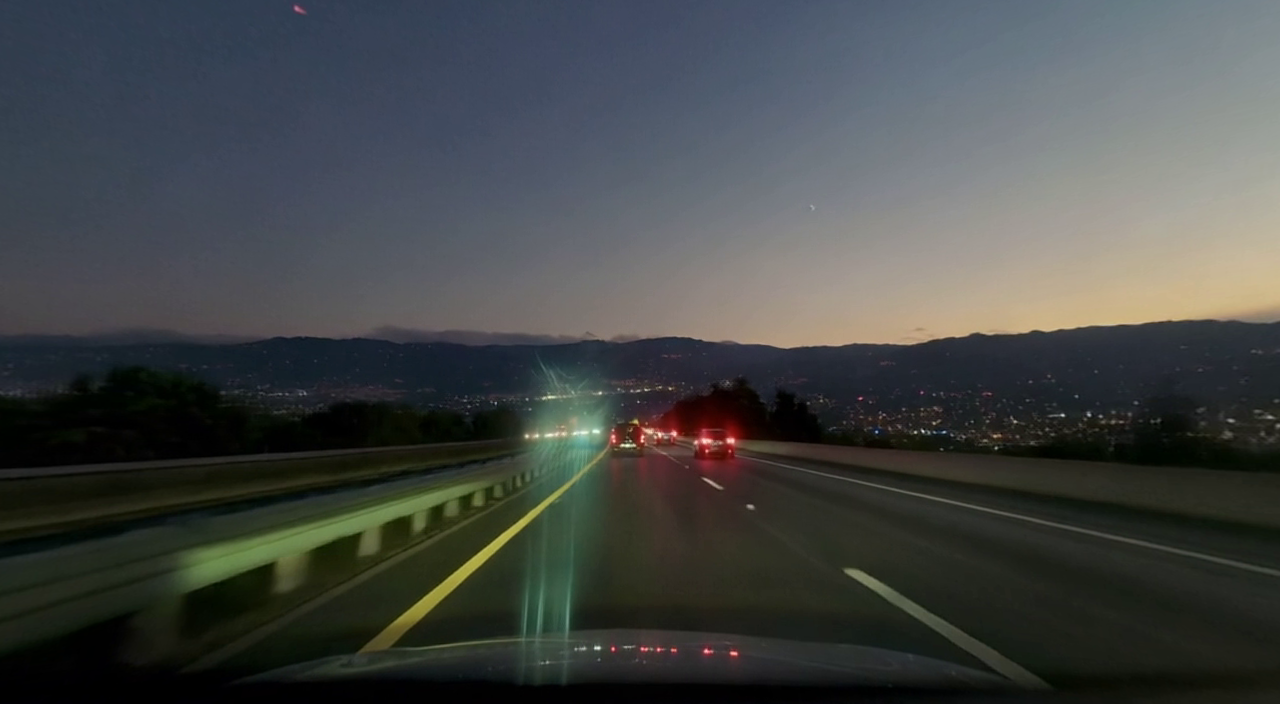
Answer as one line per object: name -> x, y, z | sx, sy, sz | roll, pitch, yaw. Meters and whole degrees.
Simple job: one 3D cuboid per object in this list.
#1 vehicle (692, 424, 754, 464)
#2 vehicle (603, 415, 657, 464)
vehicle -> 3.505, 3.966, 27.324 | 1.981, 1.606, 3.956 | 0, -8, -2
vehicle -> -0.497, 4.014, 28.929 | 2.270, 2.044, 4.633 | 0, -8, -2
